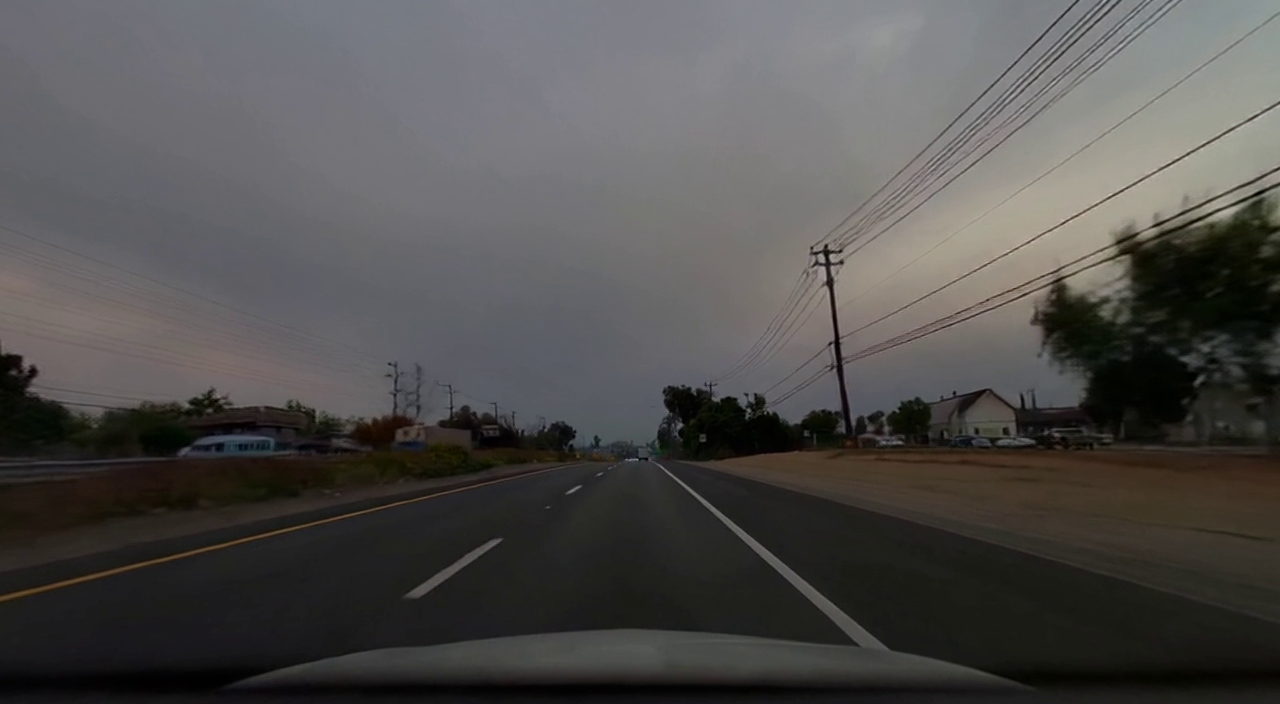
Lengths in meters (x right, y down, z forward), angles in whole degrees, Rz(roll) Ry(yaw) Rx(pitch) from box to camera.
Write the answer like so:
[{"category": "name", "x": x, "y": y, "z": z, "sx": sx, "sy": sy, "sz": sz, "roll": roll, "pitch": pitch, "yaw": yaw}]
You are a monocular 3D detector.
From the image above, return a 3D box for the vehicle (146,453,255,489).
[{"category": "vehicle", "x": -21.311, "y": 5.758, "z": 30.821, "sx": 1.956, "sy": 1.524, "sz": 4.614, "roll": 0, "pitch": -9, "yaw": 1}]
